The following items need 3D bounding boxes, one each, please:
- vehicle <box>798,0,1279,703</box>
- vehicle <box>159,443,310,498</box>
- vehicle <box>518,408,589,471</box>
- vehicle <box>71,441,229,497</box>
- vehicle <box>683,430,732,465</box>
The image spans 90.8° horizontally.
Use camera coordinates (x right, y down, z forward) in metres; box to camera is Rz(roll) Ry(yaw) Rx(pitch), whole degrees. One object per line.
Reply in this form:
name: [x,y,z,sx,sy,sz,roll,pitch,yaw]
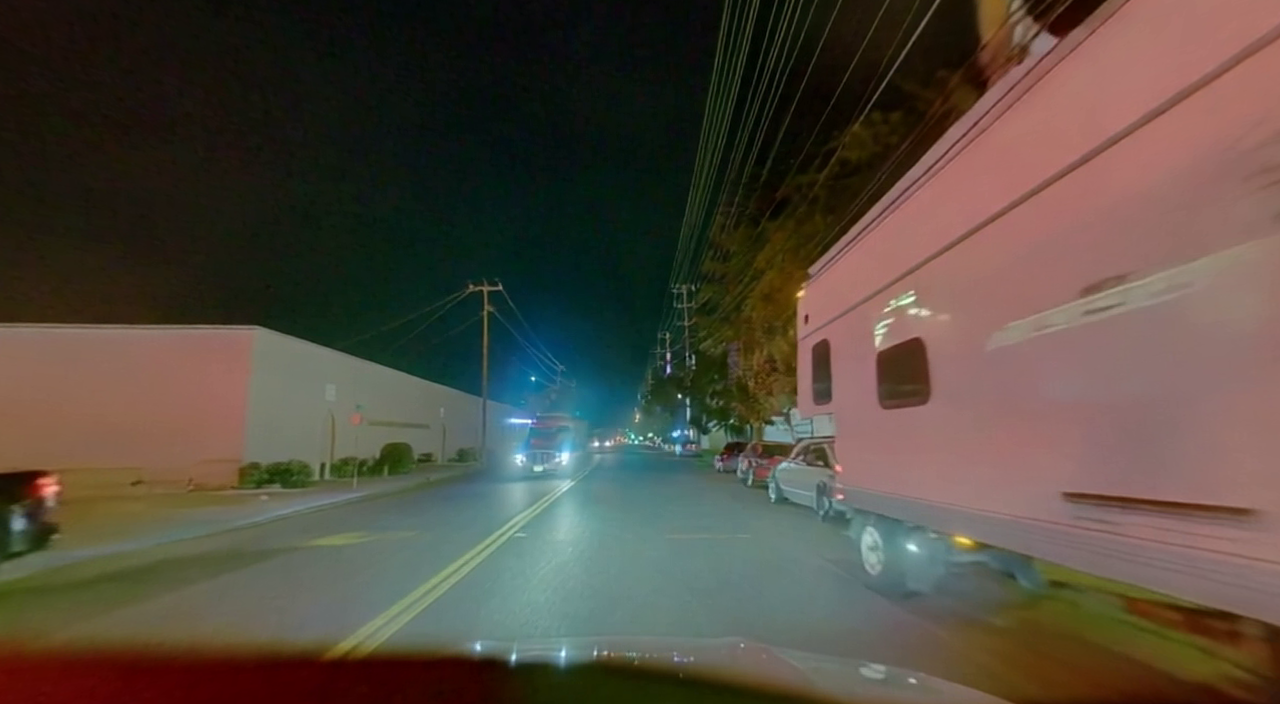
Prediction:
vehicle: [3.831,0.068,4.163,3.029,3.860,7.726,-5,-10,-2]
vehicle: [-12.393,3.603,19.736,1.879,1.502,4.386,0,-8,-1]
vehicle: [-3.728,3.978,28.703,2.280,2.522,6.402,0,-8,0]
vehicle: [-14.954,3.540,19.595,1.895,1.537,3.790,0,-8,-2]
vehicle: [3.765,5.450,36.129,2.112,1.848,4.913,0,-8,-2]
